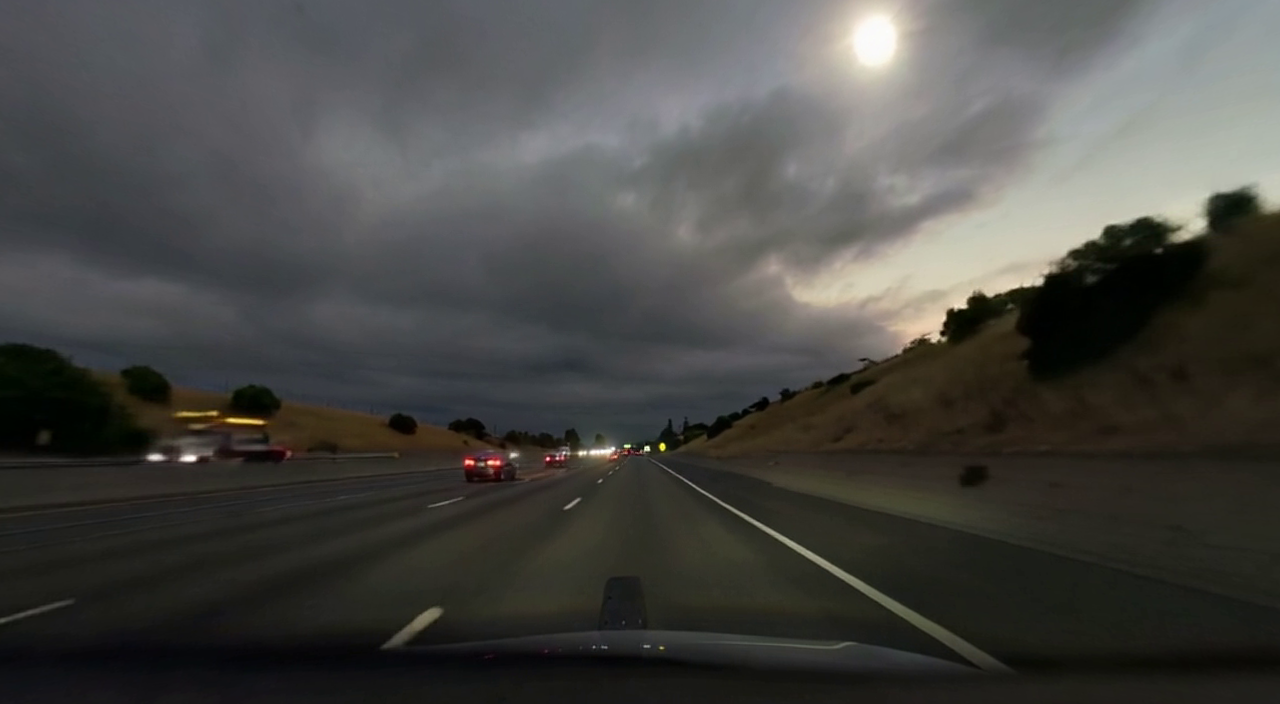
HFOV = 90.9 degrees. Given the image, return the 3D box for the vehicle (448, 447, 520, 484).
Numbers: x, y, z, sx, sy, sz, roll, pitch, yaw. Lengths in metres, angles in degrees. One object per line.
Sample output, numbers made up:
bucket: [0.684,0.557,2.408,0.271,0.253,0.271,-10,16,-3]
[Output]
vehicle: [-6.919,5.077,28.464,2.015,1.483,4.626,0,-9,0]

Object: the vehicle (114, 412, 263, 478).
vehicle: [-22.885,4.819,32.549,2.431,3.004,6.954,0,-9,0]
